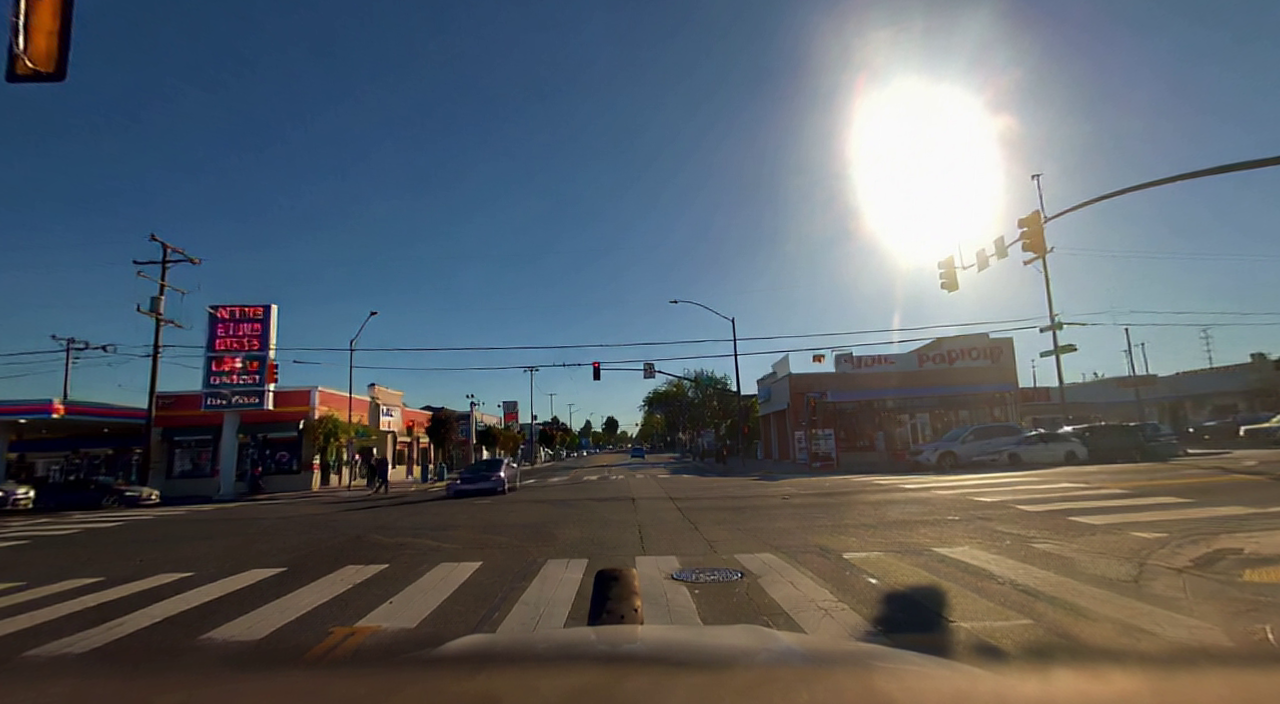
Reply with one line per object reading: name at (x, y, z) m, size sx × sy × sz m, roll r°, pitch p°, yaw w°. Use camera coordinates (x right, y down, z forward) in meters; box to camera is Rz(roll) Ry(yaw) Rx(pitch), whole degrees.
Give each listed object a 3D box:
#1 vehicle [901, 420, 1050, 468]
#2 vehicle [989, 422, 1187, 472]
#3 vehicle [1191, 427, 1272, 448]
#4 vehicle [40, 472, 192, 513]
vehicle at (13.013, 3.645, 24.943) m, size 4.916 × 1.730 × 1.986 m, roll -4°, pitch -9°, yaw 21°
vehicle at (14.357, 3.099, 20.634) m, size 4.835 × 1.487 × 1.913 m, roll -4°, pitch -9°, yaw 20°
vehicle at (42.040, 6.066, 44.894) m, size 4.347 × 1.446 × 1.777 m, roll 1°, pitch -9°, yaw -9°
vehicle at (-21.171, 5.677, 25.647) m, size 4.676 × 1.463 × 1.909 m, roll -1°, pitch -8°, yaw 6°
